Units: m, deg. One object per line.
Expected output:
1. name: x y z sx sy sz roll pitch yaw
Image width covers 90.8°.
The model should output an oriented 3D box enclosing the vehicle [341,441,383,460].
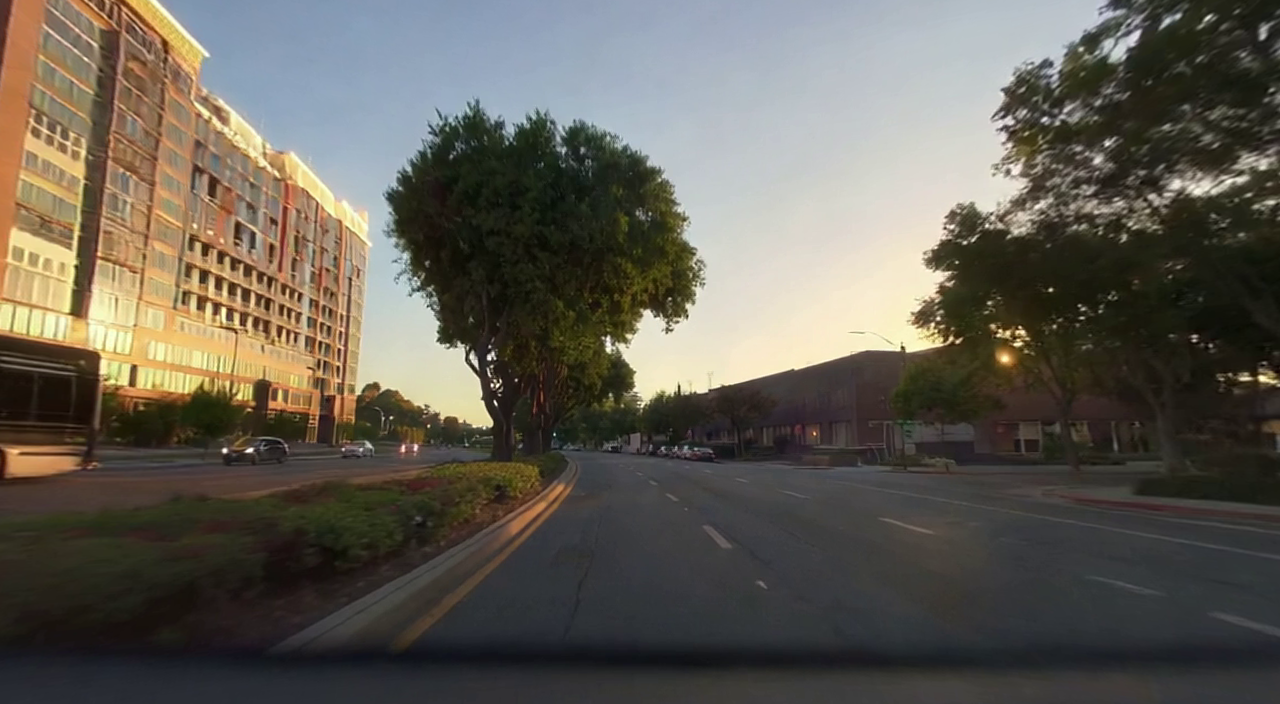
1. vehicle: -21.557 7.638 49.109 1.822 1.453 4.053 1 -9 -7

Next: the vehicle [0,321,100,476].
1. vehicle: -18.489 0.411 11.354 2.942 4.135 17.400 0 -9 -2

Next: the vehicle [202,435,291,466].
1. vehicle: -19.750 4.974 31.979 1.828 1.445 4.613 1 -9 -4
